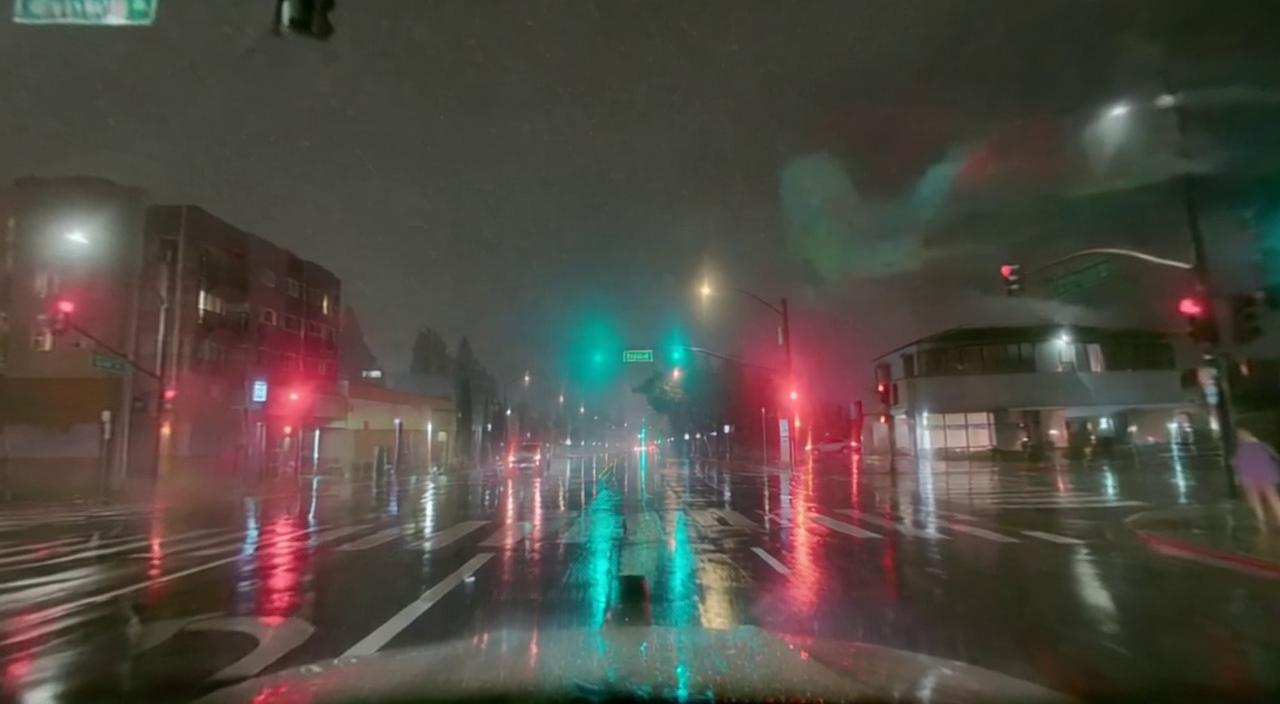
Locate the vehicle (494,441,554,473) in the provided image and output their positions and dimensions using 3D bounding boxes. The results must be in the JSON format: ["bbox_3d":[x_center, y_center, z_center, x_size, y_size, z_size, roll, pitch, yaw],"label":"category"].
[{"bbox_3d":[-5.738,5.250,31.733,2.127,1.473,4.428,0,-8,1],"label":"vehicle"}]
